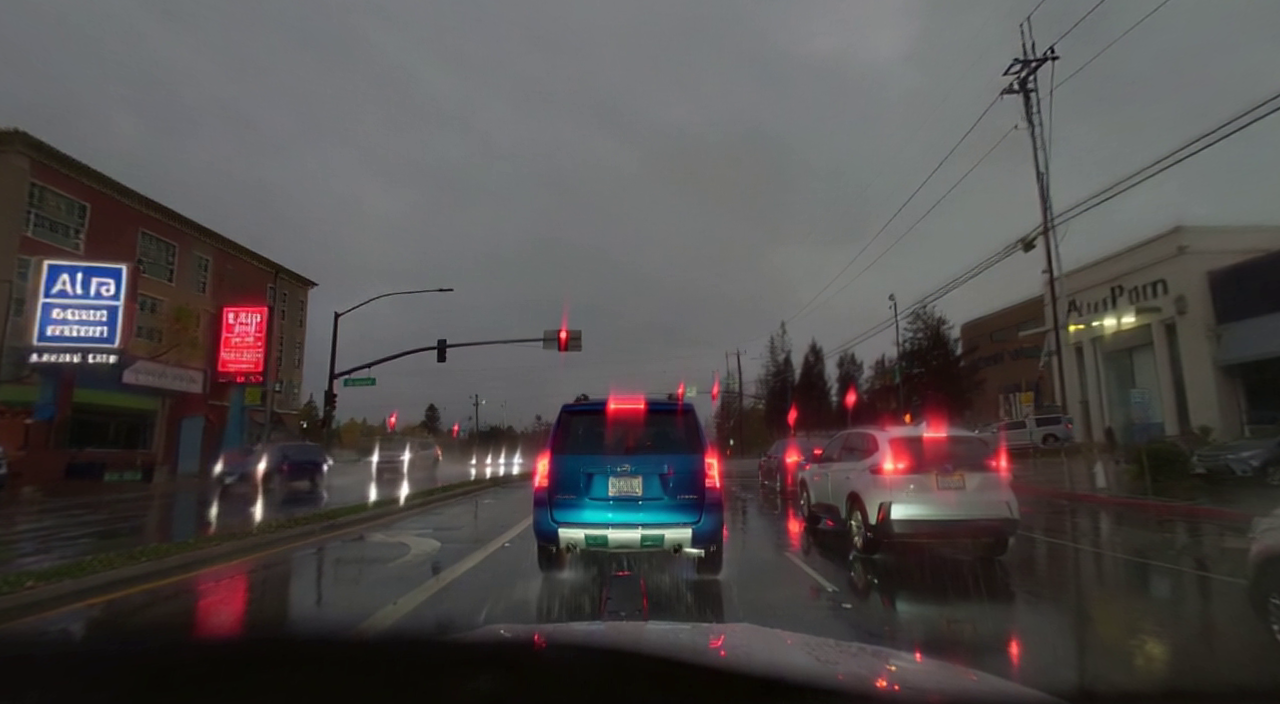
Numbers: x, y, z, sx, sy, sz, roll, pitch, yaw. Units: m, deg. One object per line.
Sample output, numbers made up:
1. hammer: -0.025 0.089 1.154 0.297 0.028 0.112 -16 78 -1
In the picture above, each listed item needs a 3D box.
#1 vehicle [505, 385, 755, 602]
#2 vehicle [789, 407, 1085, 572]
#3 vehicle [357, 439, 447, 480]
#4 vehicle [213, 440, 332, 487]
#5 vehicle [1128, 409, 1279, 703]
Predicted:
1. vehicle: -0.002 1.537 7.682 2.154 1.861 4.280 0 -8 3
2. vehicle: 3.623 1.759 8.830 2.036 1.719 4.318 0 -8 0
3. vehicle: -11.575 5.264 31.163 2.224 1.840 5.290 0 -8 2
4. vehicle: -14.964 4.541 26.078 2.102 1.737 4.570 0 -8 1
5. vehicle: 3.367 0.733 0.811 1.884 1.484 4.609 0 -8 2
